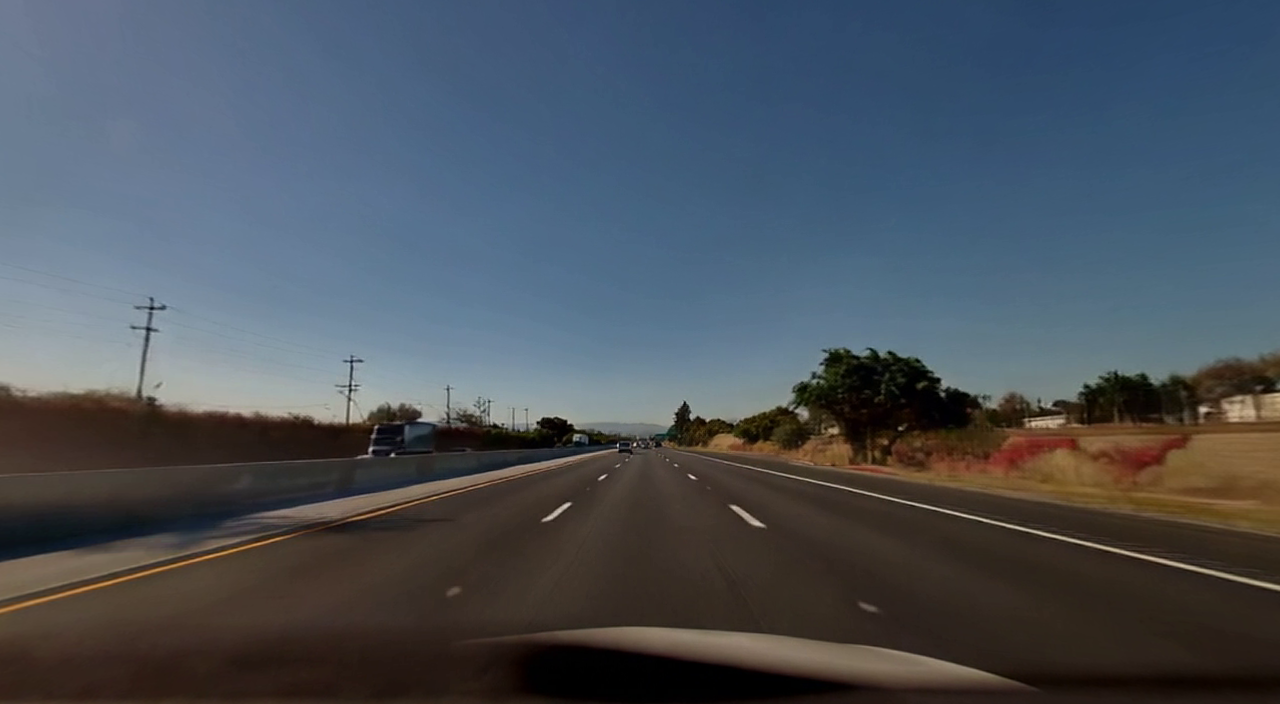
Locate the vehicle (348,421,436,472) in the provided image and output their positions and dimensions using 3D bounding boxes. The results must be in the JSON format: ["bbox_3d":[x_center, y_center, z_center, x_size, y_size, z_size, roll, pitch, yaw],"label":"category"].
[{"bbox_3d":[-18.763,7.272,48.468,2.796,3.508,9.370,0,-8,1],"label":"vehicle"}]

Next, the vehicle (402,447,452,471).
[{"bbox_3d":[-14.868,7.462,44.181,1.845,1.518,4.506,0,-8,2],"label":"vehicle"}]
